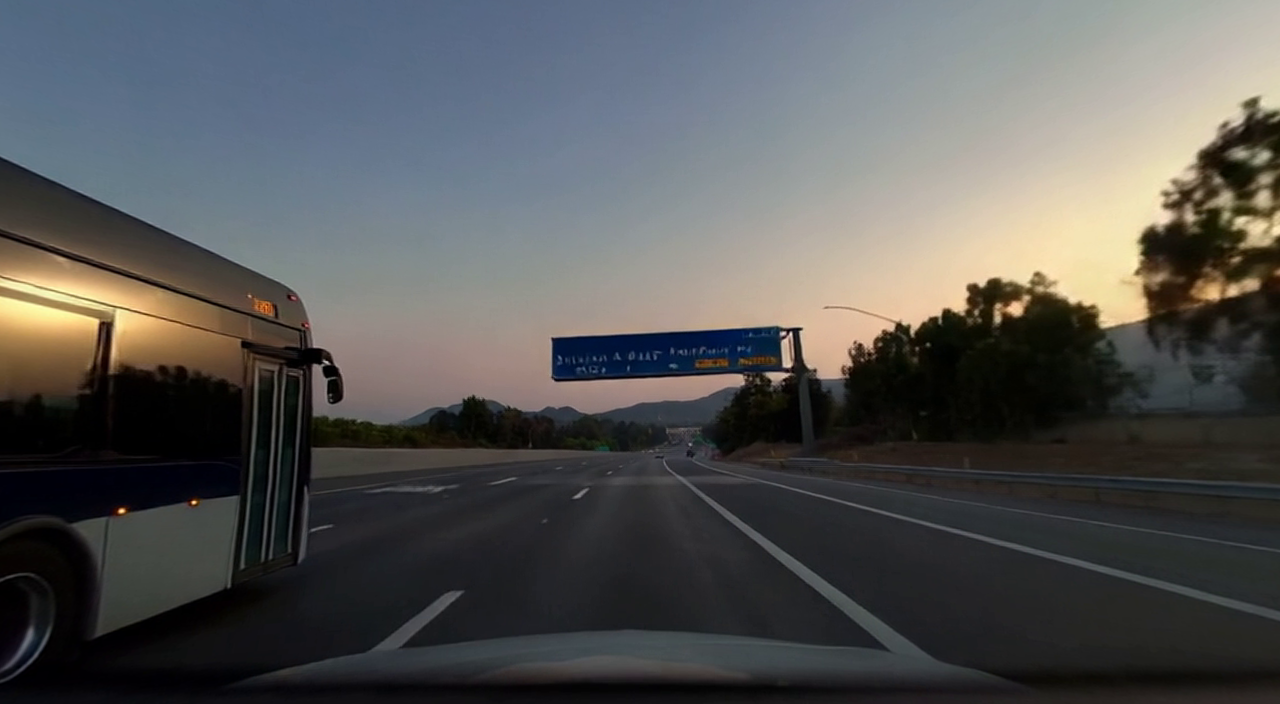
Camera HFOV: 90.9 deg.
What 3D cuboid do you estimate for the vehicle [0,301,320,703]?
[{"bbox_3d":[-4.129,0.800,3.248,2.127,1.985,5.205,-1,-8,1],"label":"vehicle"}]
